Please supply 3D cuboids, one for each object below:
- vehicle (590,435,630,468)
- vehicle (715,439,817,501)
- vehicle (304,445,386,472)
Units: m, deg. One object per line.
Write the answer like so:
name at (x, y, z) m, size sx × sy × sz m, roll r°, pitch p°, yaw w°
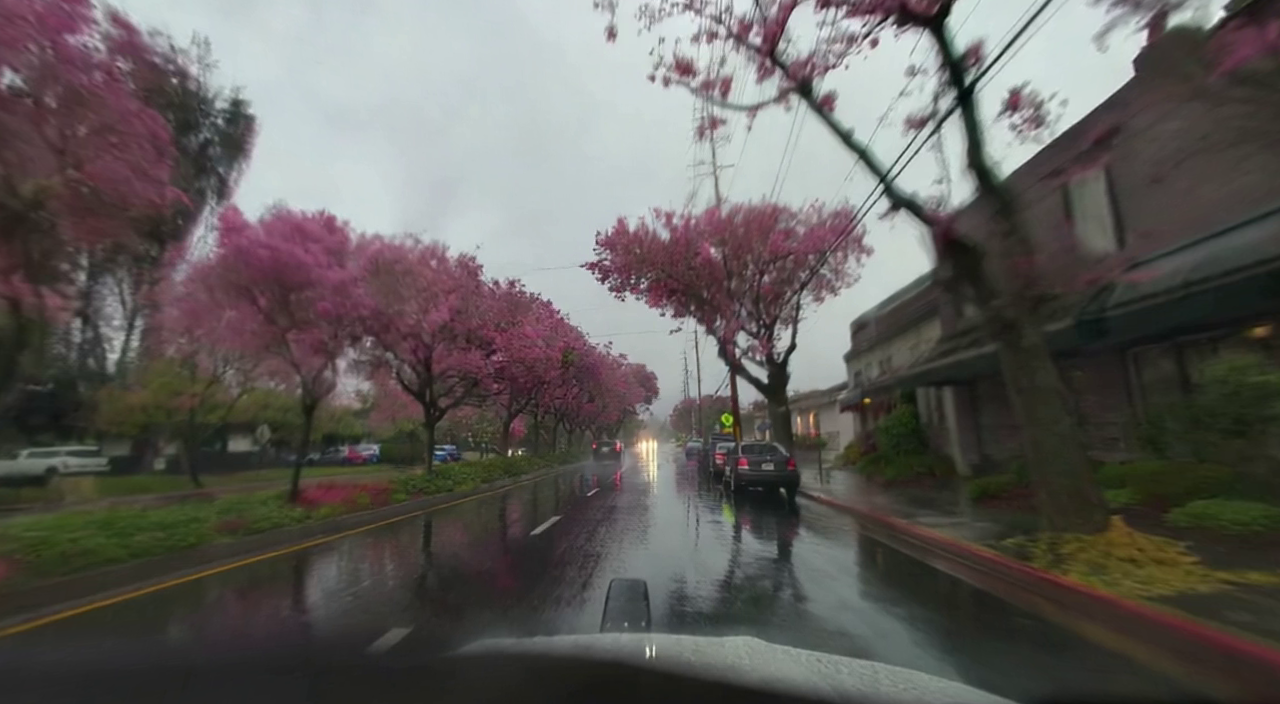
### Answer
vehicle at (-1.831, 6.328, 40.373) m, size 2.202 × 1.961 × 4.980 m, roll 0°, pitch -9°, yaw 2°
vehicle at (3.326, 3.216, 17.641) m, size 1.985 × 1.500 × 4.654 m, roll 0°, pitch -9°, yaw 1°
vehicle at (-21.885, 7.895, 46.952) m, size 5.252 × 1.925 × 2.061 m, roll 3°, pitch -9°, yaw -19°
